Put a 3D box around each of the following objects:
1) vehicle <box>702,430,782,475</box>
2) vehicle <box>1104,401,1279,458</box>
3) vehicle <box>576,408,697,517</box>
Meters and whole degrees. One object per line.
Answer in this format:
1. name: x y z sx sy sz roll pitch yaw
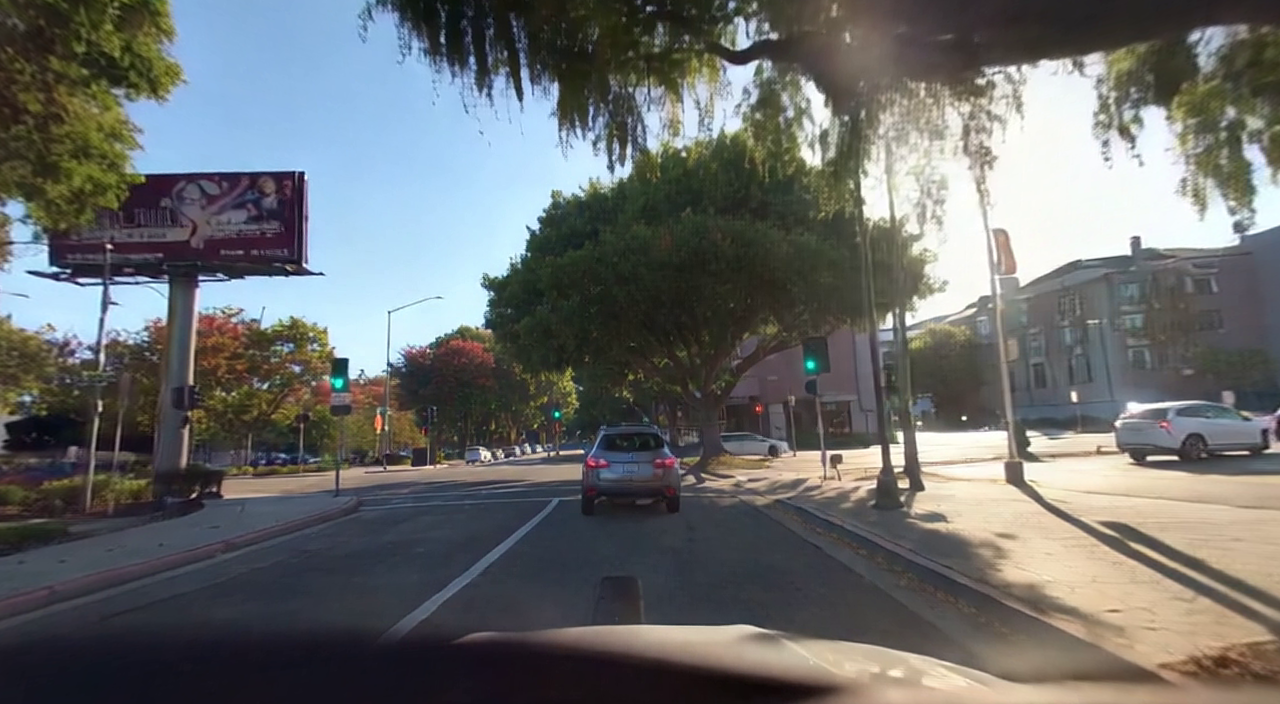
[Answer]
1. vehicle: 3.977 3.835 24.241 1.716 1.602 3.403 -6 -10 33
2. vehicle: 15.735 2.214 17.752 3.750 1.502 1.781 -2 -8 13
3. vehicle: -0.130 2.241 13.152 2.142 1.904 3.816 0 -8 -2
